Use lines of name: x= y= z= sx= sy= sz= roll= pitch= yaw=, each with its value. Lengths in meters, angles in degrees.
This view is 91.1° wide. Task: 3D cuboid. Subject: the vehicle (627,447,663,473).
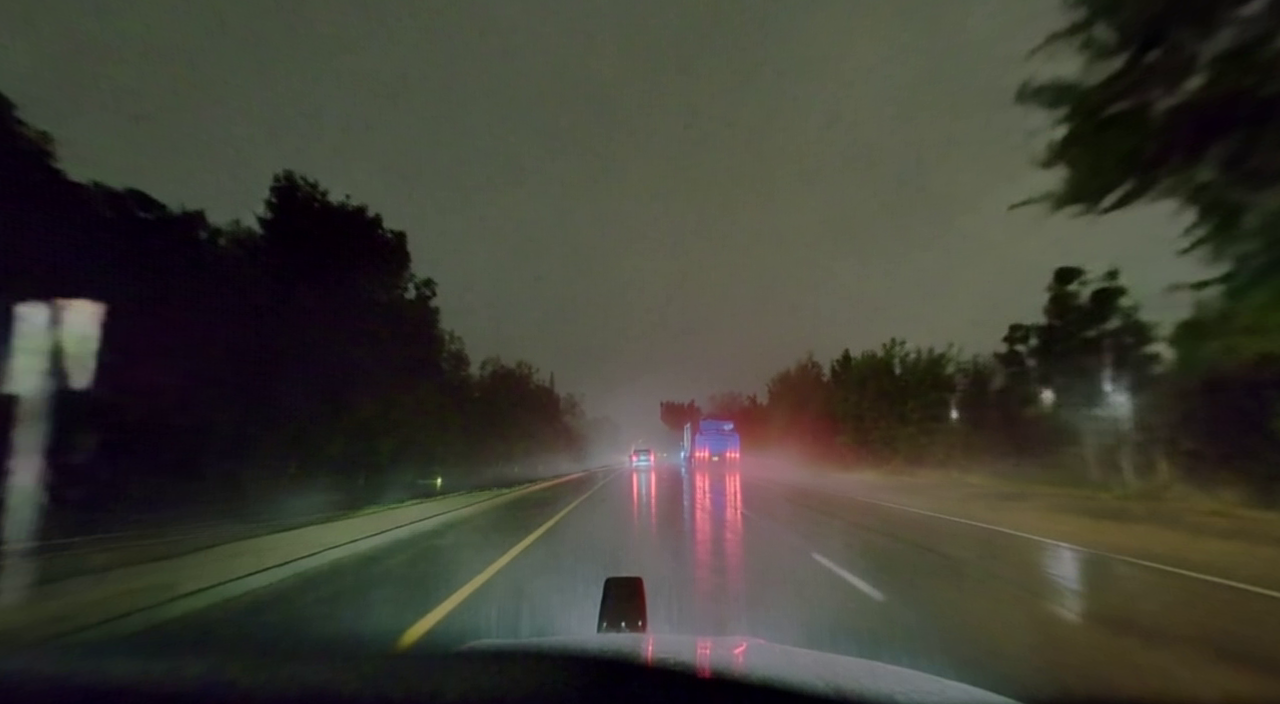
vehicle: x=0.327 y=6.930 z=40.486 sx=2.170 sy=1.544 sz=4.373 roll=0 pitch=-8 yaw=1

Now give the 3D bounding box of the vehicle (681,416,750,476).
vehicle: x=4.352 y=5.678 z=38.071 sx=3.015 sy=3.211 sz=7.982 roll=0 pitch=-8 yaw=-1
